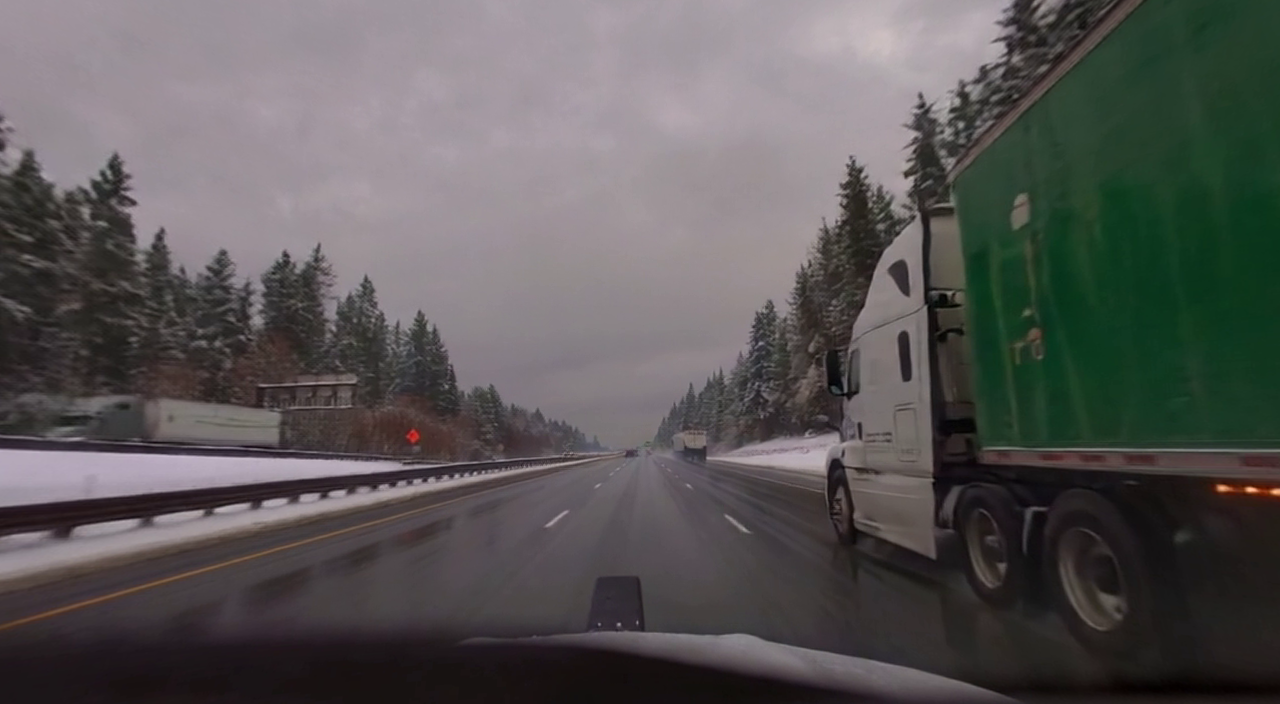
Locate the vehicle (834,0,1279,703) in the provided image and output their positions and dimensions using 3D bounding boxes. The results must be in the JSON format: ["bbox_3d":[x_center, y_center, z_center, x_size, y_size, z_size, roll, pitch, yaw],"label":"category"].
[{"bbox_3d":[4.563,-0.810,0.810,3.115,4.407,17.026,0,-9,0],"label":"vehicle"}]

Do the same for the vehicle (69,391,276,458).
[{"bbox_3d":[-34.286,5.776,47.934,2.818,4.231,15.097,-1,-9,6],"label":"vehicle"}]

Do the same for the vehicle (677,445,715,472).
[{"bbox_3d":[3.489,6.698,39.878,2.019,1.601,3.953,0,-9,0],"label":"vehicle"}]
